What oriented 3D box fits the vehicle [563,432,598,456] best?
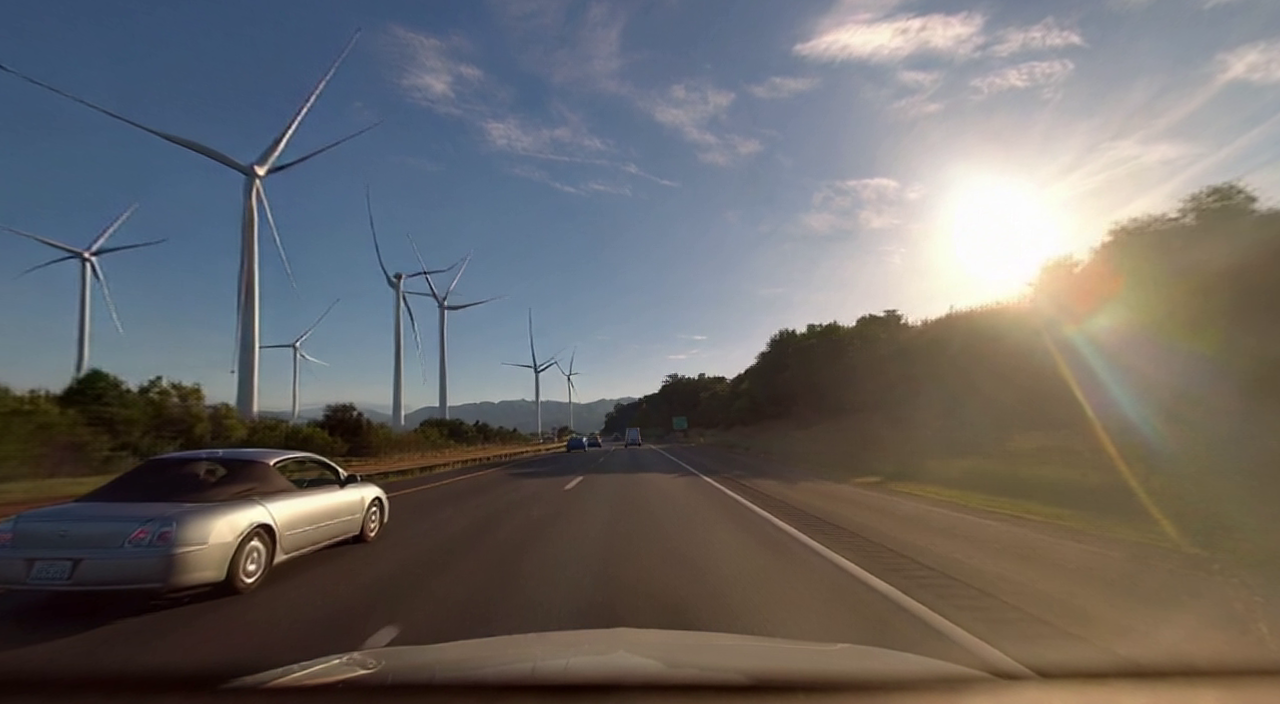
[{"bbox_3d":[-3.779,5.934,40.842,2.024,1.456,3.754,0,-8,-2],"label":"vehicle"}]

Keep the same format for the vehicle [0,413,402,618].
[{"bbox_3d":[-4.253,1.420,6.522,1.969,1.413,4.194,0,-8,-1],"label":"vehicle"}]
